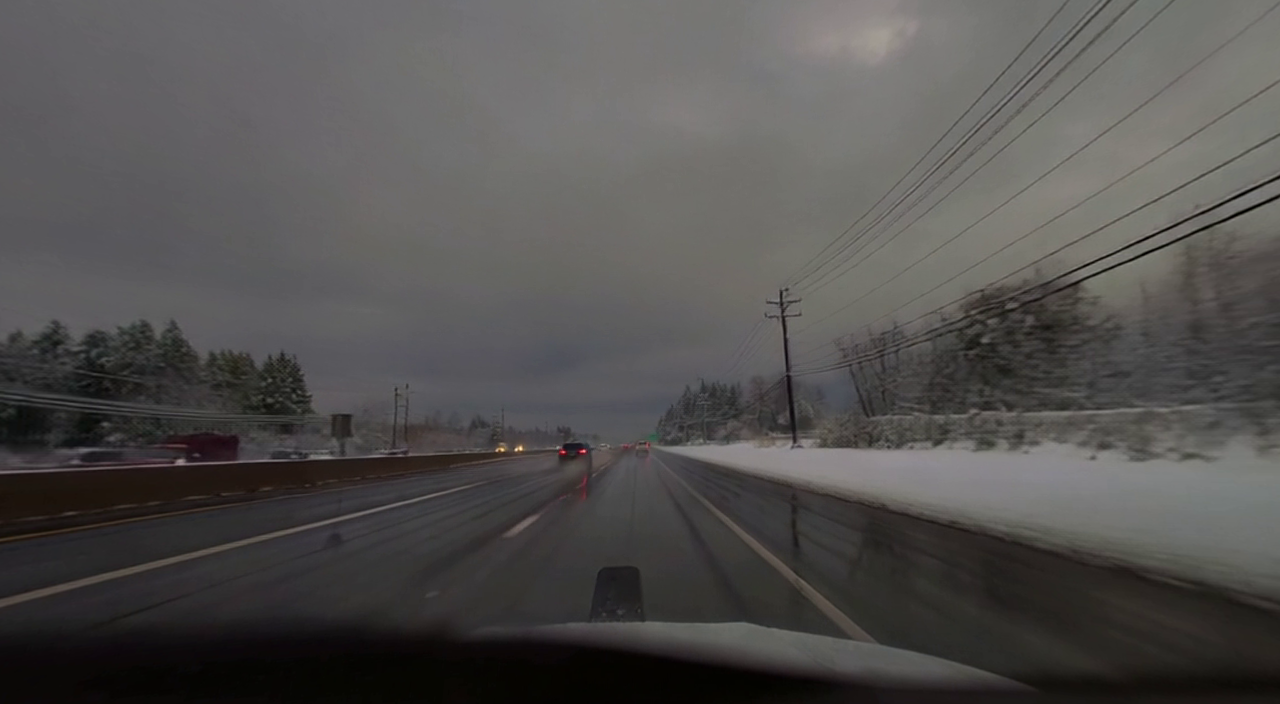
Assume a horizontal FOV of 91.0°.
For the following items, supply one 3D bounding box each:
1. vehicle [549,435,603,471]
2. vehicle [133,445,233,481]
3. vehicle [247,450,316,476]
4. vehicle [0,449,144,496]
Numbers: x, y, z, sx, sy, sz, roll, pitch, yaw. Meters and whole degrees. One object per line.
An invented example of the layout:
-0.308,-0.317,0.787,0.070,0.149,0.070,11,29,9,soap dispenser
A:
-3.709,6.021,37.650,2.577,1.939,5.408,0,-9,1,vehicle
-35.775,8.670,49.635,2.863,2.643,6.699,0,-9,-1,vehicle
-24.827,7.682,43.784,2.015,1.672,4.634,0,-9,1,vehicle
-24.469,5.043,26.939,2.001,1.787,5.480,0,-9,0,vehicle
